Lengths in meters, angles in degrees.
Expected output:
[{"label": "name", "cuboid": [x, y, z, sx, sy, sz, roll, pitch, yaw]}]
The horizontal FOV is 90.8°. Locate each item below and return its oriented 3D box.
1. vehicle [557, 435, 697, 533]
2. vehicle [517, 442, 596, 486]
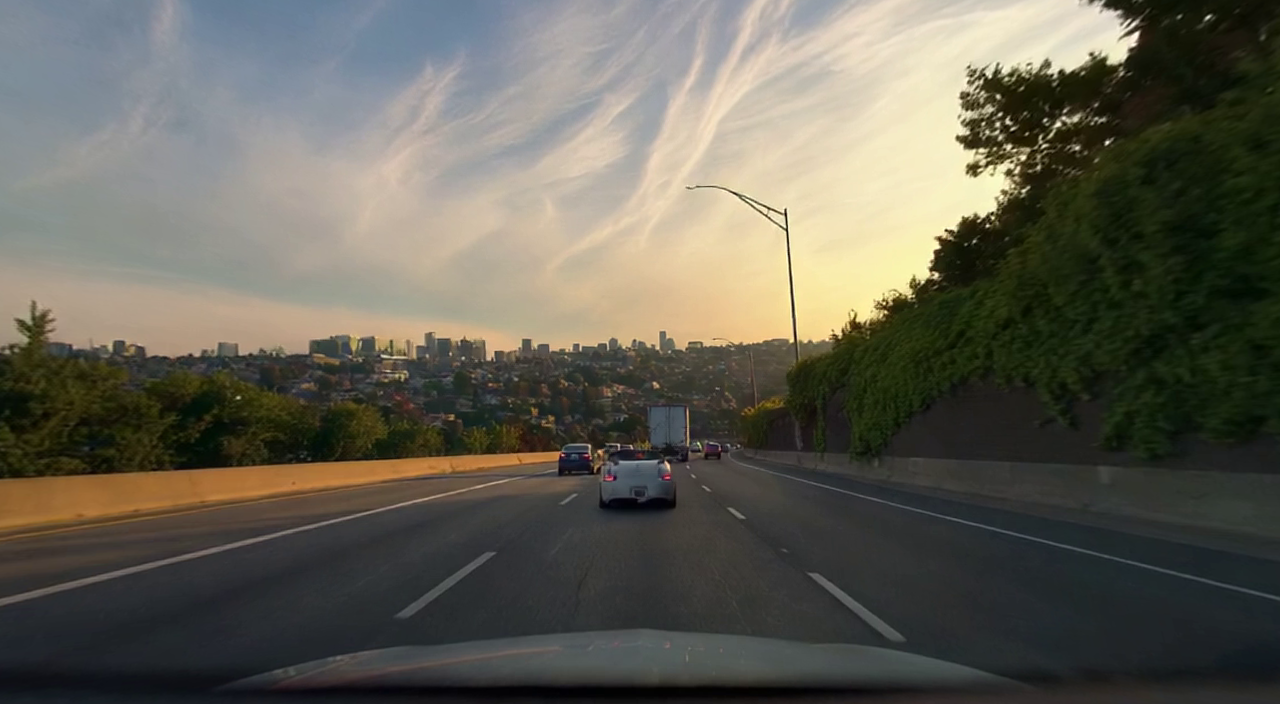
[{"label": "vehicle", "cuboid": [-0.169, 2.327, 11.713, 2.136, 1.470, 3.971, 0, -9, 1]}, {"label": "vehicle", "cuboid": [-2.934, 4.079, 23.332, 2.104, 1.473, 4.496, -1, -9, 3]}]
